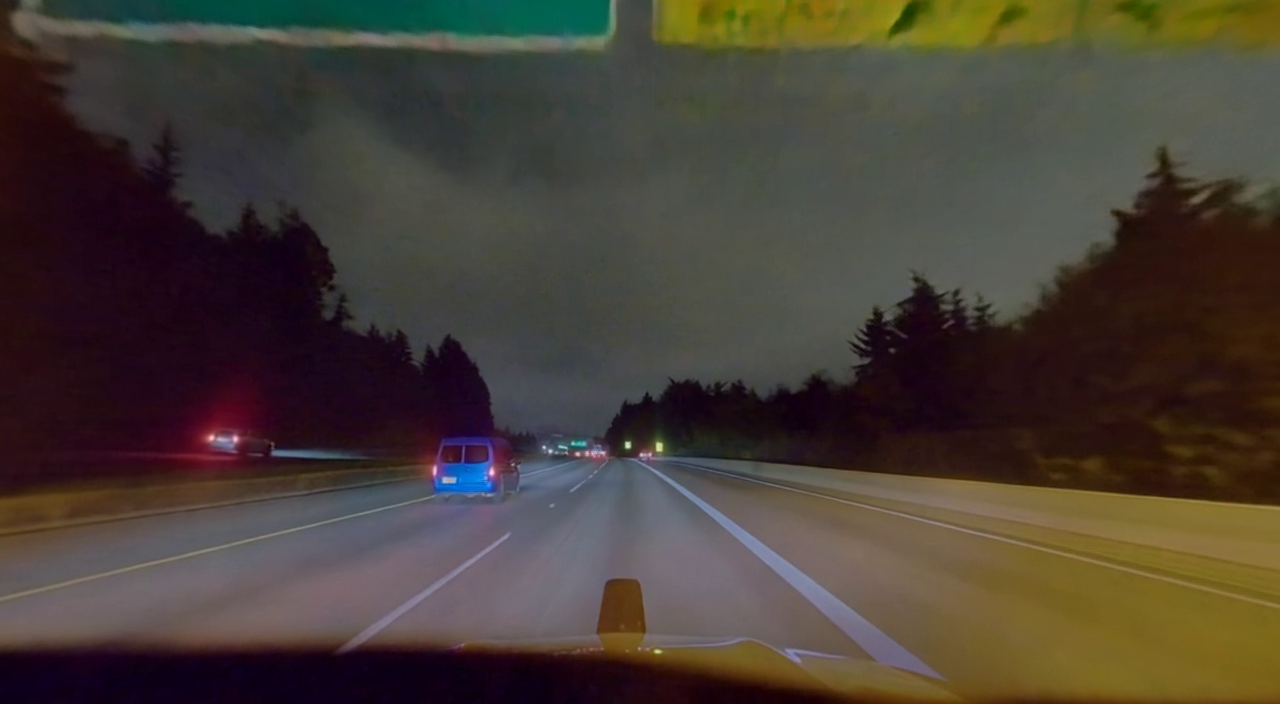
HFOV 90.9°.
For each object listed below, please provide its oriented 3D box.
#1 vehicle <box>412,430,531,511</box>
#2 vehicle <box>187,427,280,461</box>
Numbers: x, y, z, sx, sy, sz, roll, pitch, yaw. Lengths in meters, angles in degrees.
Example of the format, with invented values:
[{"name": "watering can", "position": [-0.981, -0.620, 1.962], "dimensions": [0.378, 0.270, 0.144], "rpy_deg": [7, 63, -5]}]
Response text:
[{"name": "vehicle", "position": [-4.197, 3.028, 16.505], "dimensions": [1.971, 1.795, 4.389], "rpy_deg": [0, -9, -2]}, {"name": "vehicle", "position": [-18.712, 4.280, 29.202], "dimensions": [1.879, 1.492, 3.607], "rpy_deg": [0, -9, 0]}]
